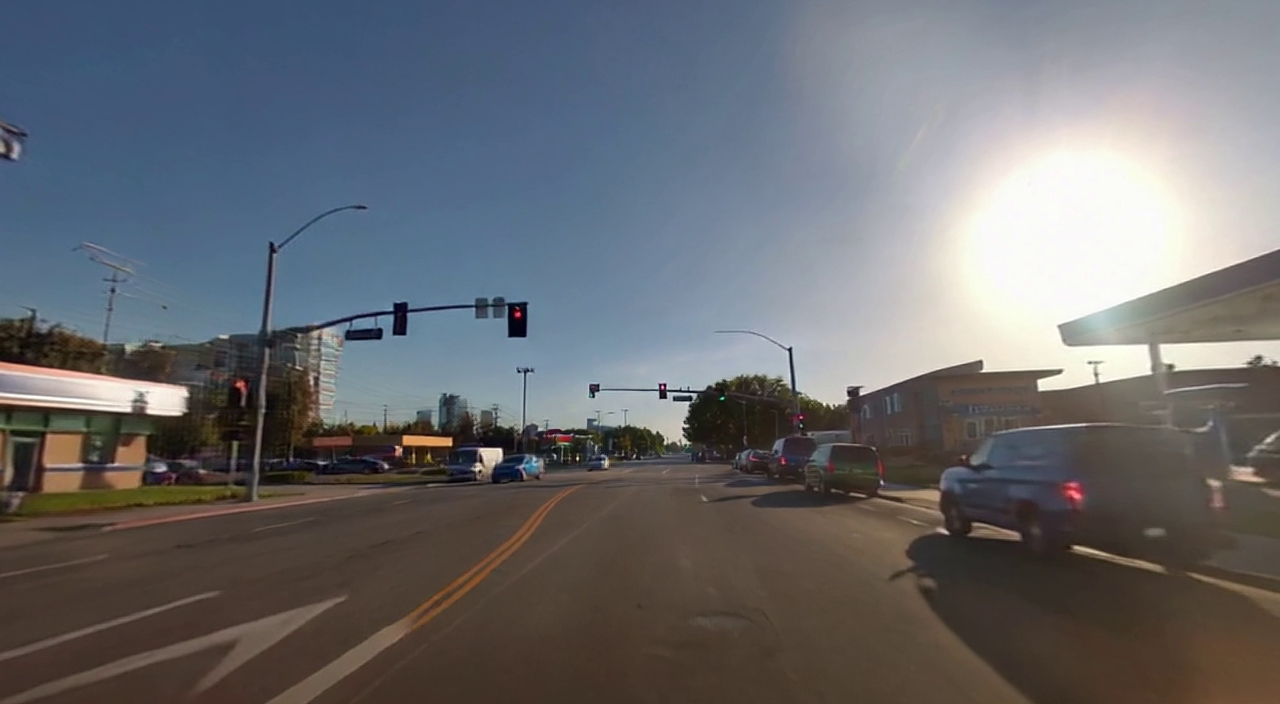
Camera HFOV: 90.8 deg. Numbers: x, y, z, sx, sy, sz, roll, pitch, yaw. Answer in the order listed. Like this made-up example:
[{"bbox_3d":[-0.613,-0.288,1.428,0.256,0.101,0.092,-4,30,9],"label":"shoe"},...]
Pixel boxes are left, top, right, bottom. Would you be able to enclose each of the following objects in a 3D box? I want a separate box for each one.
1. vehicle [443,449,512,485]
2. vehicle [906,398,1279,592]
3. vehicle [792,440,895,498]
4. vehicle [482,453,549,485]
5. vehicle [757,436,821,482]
[{"bbox_3d":[-9.600,6.836,37.909,2.214,1.994,5.721,-1,-9,5],"label":"vehicle"},{"bbox_3d":[5.783,1.817,8.878,2.194,1.896,5.049,-1,-9,5],"label":"vehicle"},{"bbox_3d":[6.714,3.909,21.532,1.995,1.720,5.067,-1,-9,2],"label":"vehicle"},{"bbox_3d":[-6.721,6.366,34.717,2.007,1.606,4.764,-2,-9,9],"label":"vehicle"},{"bbox_3d":[7.481,5.437,32.317,2.181,2.103,6.044,-1,-9,4],"label":"vehicle"}]
